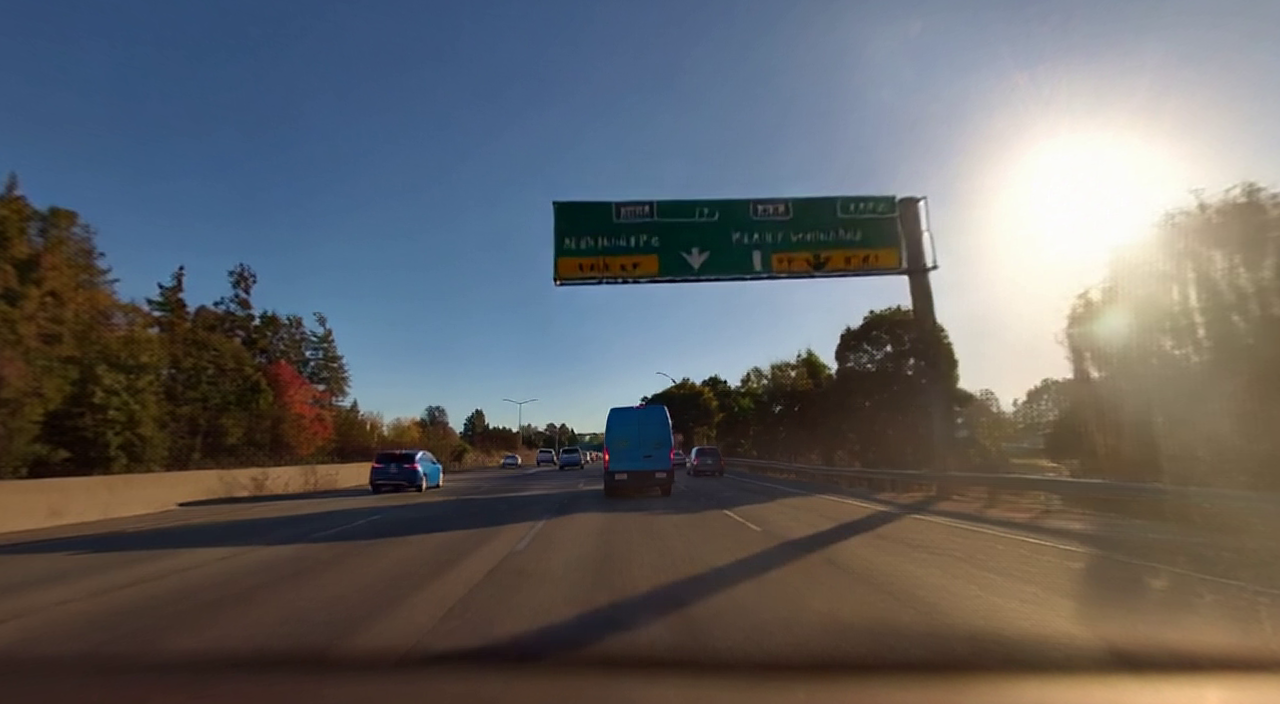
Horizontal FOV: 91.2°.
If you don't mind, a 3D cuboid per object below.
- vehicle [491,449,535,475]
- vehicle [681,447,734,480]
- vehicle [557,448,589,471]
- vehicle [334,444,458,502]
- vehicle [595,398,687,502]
[{"bbox_3d":[-7.830,6.795,38.992,2.026,1.506,4.102,0,-9,-3],"label":"vehicle"},{"bbox_3d":[3.247,5.489,31.191,2.015,1.491,4.732,0,-9,-1],"label":"vehicle"},{"bbox_3d":[-4.697,7.580,44.277,2.002,1.536,4.021,0,-9,-3],"label":"vehicle"},{"bbox_3d":[-7.048,3.525,18.675,2.003,1.498,4.386,0,-9,-1],"label":"vehicle"},{"bbox_3d":[-0.145,2.814,18.143,2.268,2.551,5.144,0,-9,-4],"label":"vehicle"}]
